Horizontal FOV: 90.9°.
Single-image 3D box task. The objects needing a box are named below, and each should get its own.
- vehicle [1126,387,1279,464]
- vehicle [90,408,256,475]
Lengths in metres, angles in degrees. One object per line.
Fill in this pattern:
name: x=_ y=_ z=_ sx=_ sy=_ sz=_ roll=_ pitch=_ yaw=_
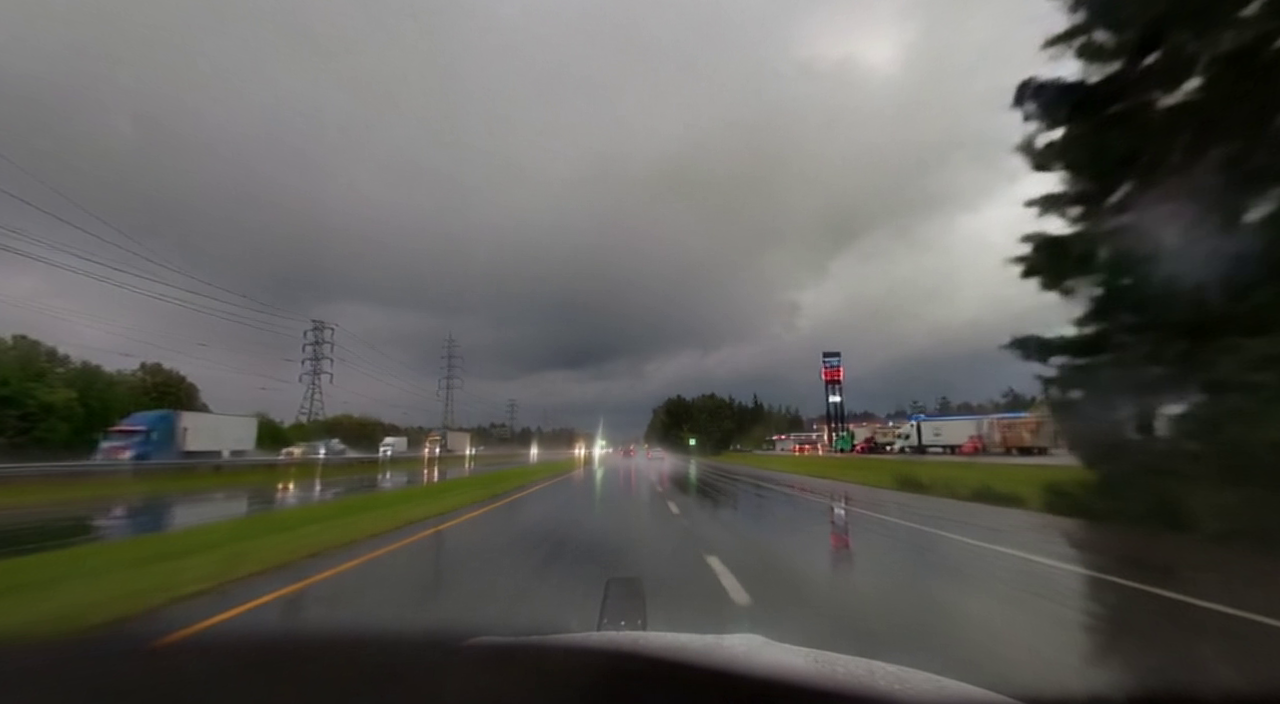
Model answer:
vehicle: x=35.637 y=3.928 z=34.115 sx=3.224 sy=4.043 sz=14.034 roll=6 pitch=-11 yaw=-45
vehicle: x=-27.710 y=5.461 z=38.255 sx=3.002 sy=3.528 sz=9.434 roll=0 pitch=-9 yaw=-2
